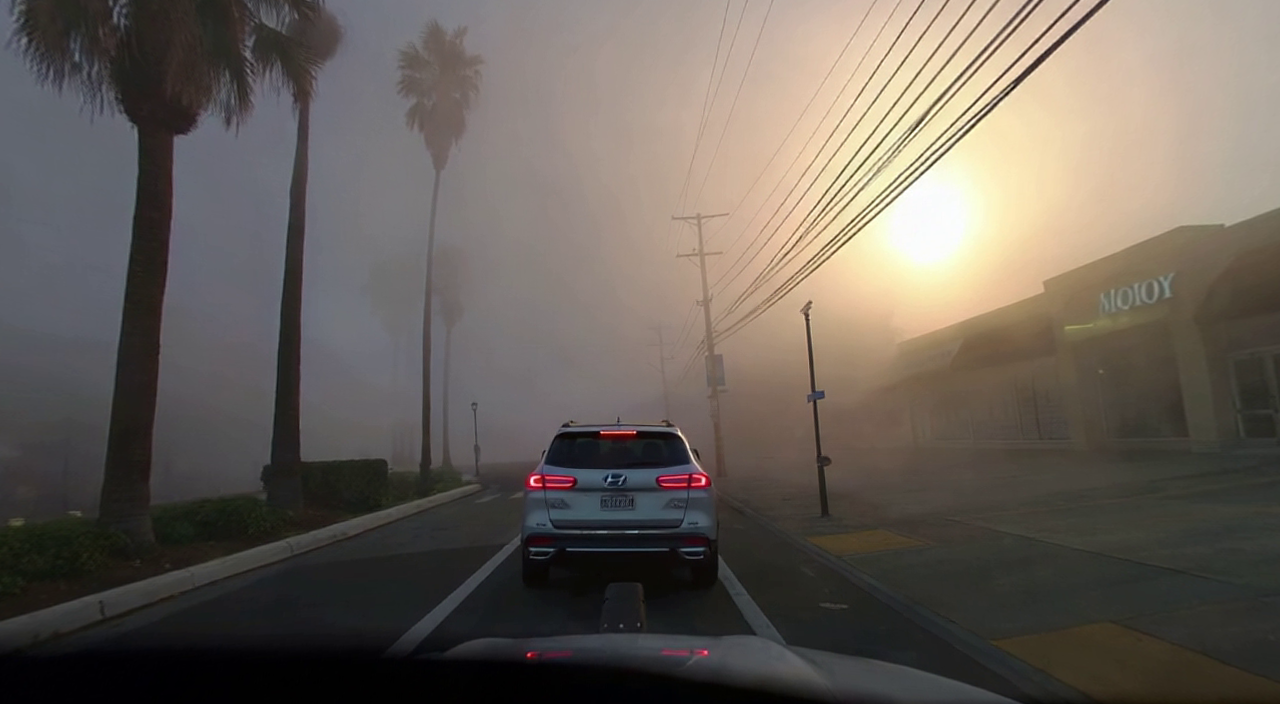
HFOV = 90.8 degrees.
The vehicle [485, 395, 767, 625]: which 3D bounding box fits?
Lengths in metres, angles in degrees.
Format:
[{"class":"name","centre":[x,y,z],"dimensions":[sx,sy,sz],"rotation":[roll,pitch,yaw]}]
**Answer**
[{"class":"vehicle","centre":[-0.190,1.449,6.682],"dimensions":[2.105,1.702,3.750],"rotation":[0,-8,-3]}]
